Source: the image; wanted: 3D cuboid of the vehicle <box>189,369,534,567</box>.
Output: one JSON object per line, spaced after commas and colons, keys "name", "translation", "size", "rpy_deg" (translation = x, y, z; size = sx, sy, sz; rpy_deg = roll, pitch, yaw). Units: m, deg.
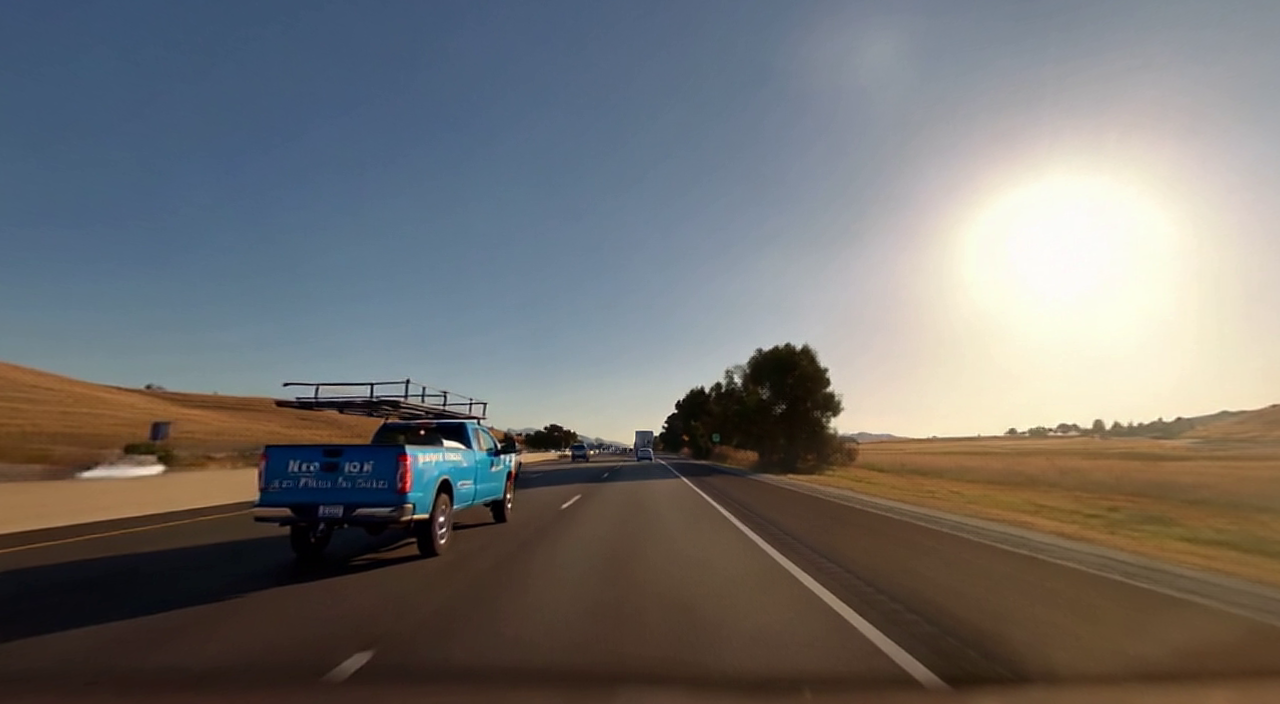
{"name": "vehicle", "translation": [-3.859, 1.864, 10.894], "size": [2.791, 2.330, 6.725], "rpy_deg": [0, -8, 1]}
